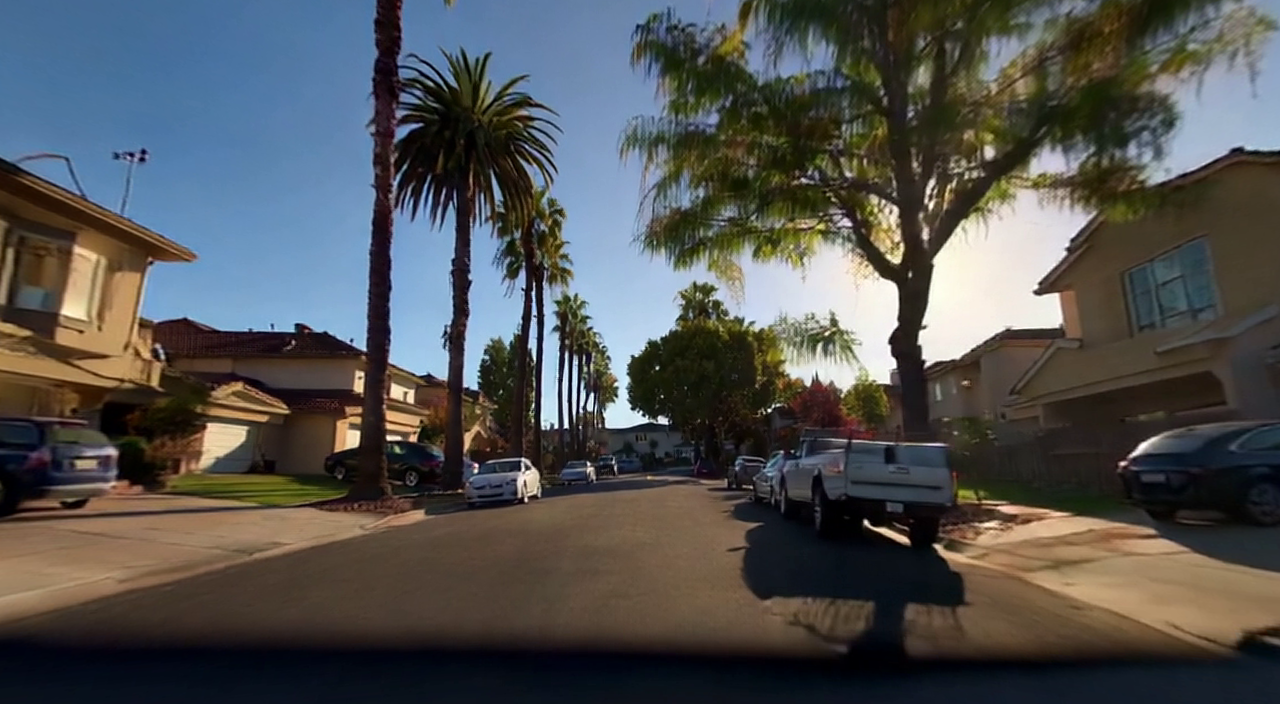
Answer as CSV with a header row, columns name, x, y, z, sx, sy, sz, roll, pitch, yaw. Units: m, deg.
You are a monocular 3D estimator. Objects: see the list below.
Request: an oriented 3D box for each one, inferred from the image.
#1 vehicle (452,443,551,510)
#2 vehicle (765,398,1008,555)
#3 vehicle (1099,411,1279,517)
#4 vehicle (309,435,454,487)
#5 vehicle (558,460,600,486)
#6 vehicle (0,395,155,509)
name,x,y,z,sx,sy,sz,roll,pitch,yaw
vehicle,-4.312,3.917,20.541,2.147,1.823,4.725,-1,-8,0
vehicle,3.851,2.113,11.482,2.184,2.038,6.212,0,-9,3
vehicle,10.376,1.752,9.996,4.643,1.520,1.826,-1,-9,4
vehicle,-10.618,4.493,26.303,4.991,1.947,2.329,1,-8,0
vehicle,-3.630,7.342,38.514,2.080,1.479,4.531,0,-10,0
vehicle,-11.371,1.768,11.049,4.161,1.775,1.961,-2,-9,3
